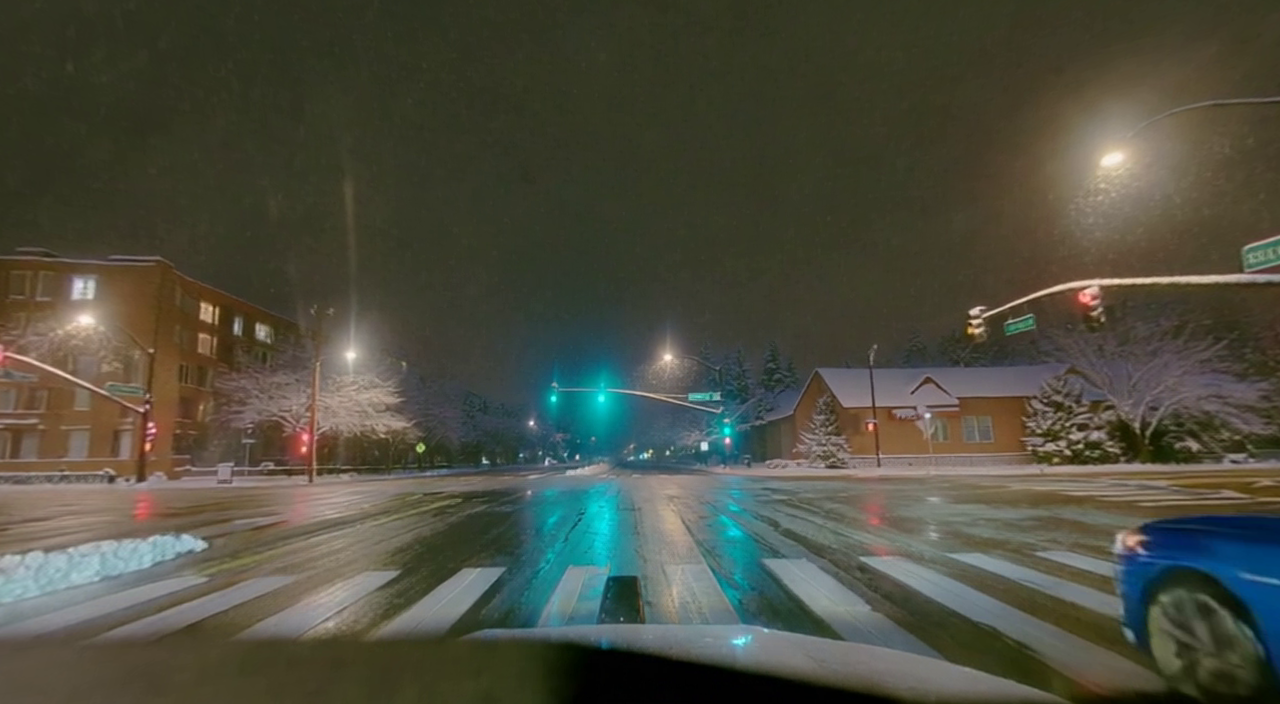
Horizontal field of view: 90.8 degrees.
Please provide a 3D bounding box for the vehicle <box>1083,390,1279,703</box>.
[{"bbox_3d":[3.185,0.669,0.520,2.089,1.539,4.767,0,-9,-1],"label":"vehicle"}]
